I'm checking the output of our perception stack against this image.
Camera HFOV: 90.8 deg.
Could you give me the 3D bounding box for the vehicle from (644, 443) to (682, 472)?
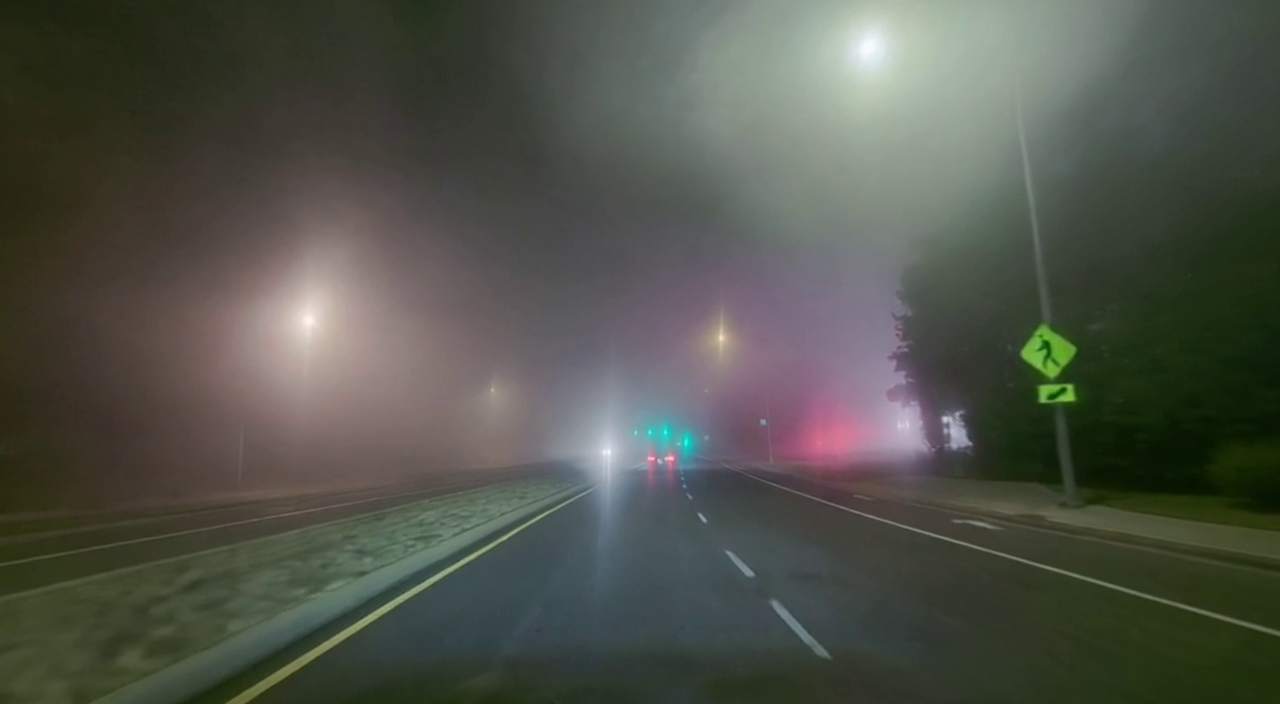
[{"bbox_3d":[1.366,6.378,38.333,2.158,1.600,3.865,-1,-8,2],"label":"vehicle"}]
